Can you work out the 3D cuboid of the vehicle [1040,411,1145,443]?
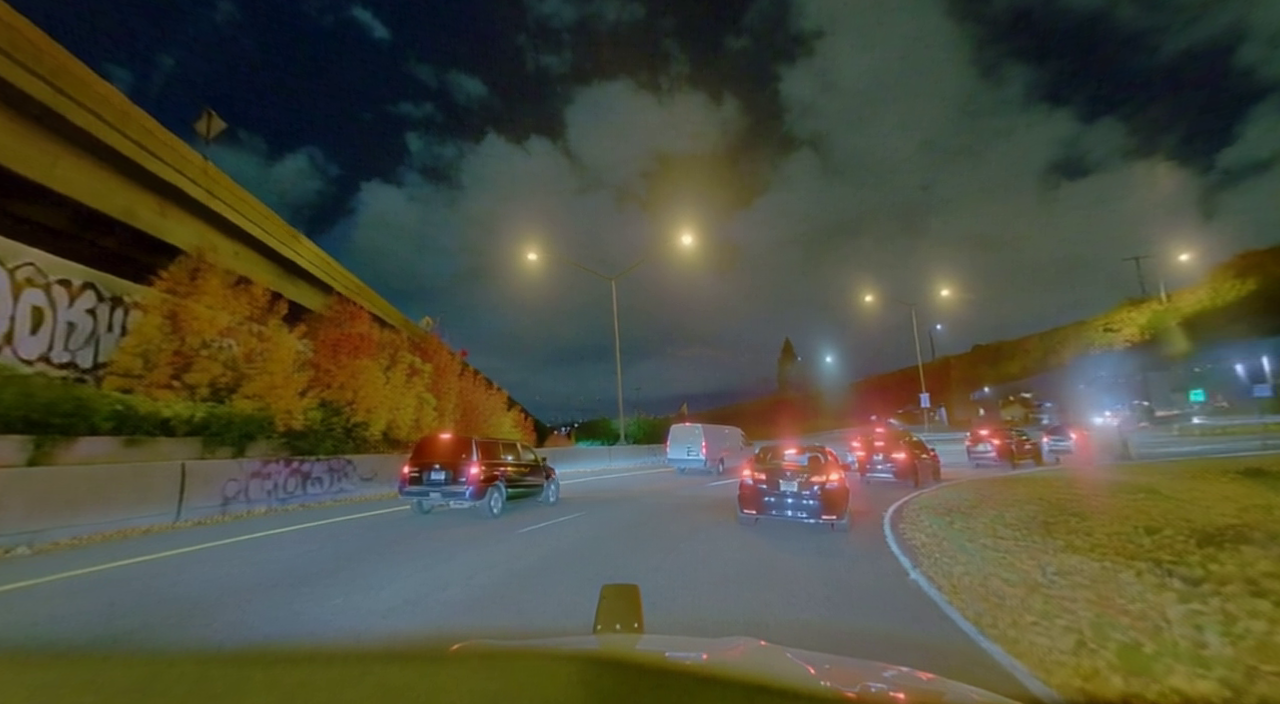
[{"bbox_3d":[24.109,4.036,33.447,4.309,1.613,1.909,1,-9,-10],"label":"vehicle"}]

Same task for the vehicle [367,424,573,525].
[{"bbox_3d":[-2.959,2.259,12.015,1.921,1.554,4.081,-3,-9,16],"label":"vehicle"}]

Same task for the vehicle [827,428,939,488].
[{"bbox_3d":[7.233,3.081,18.413,1.830,1.519,4.253,-7,-11,37],"label":"vehicle"}]

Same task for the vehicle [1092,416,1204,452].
[{"bbox_3d":[22.523,3.677,27.805,3.934,1.485,1.763,3,-10,-15],"label":"vehicle"}]

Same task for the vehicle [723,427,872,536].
[{"bbox_3d":[2.900,2.147,10.921,2.064,1.515,3.722,-4,-9,20],"label":"vehicle"}]

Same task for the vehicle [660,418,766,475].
[{"bbox_3d":[2.656,3.358,22.243,1.835,1.825,4.005,-8,-11,39],"label":"vehicle"}]

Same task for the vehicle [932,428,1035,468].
[{"bbox_3d":[13.546,3.768,24.664,3.902,1.446,1.780,5,-11,-33],"label":"vehicle"}]
